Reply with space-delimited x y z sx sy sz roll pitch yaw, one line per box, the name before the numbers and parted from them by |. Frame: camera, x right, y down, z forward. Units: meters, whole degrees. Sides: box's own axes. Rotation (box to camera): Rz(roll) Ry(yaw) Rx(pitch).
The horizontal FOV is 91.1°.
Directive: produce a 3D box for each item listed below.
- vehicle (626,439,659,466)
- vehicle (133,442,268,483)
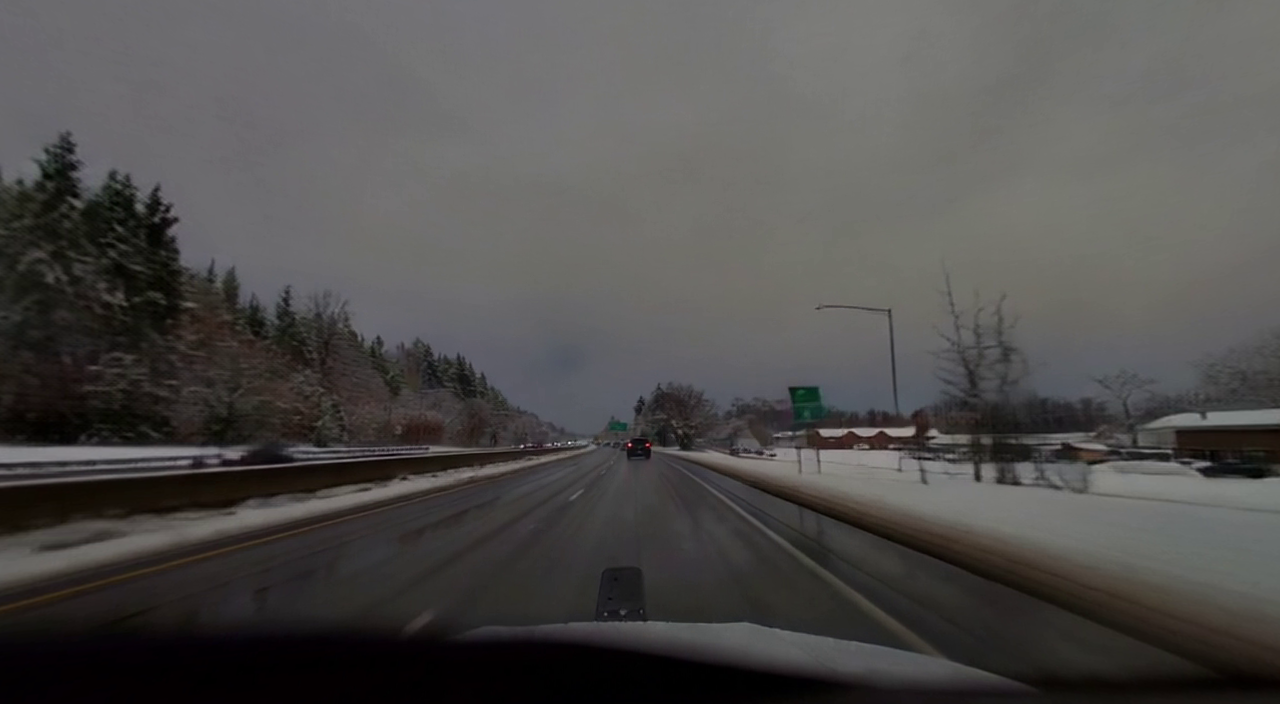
vehicle | 0.089 6.487 40.779 2.029 1.666 4.064 0 -8 -1
vehicle | -17.389 4.351 25.183 1.944 1.469 4.819 0 -8 0
